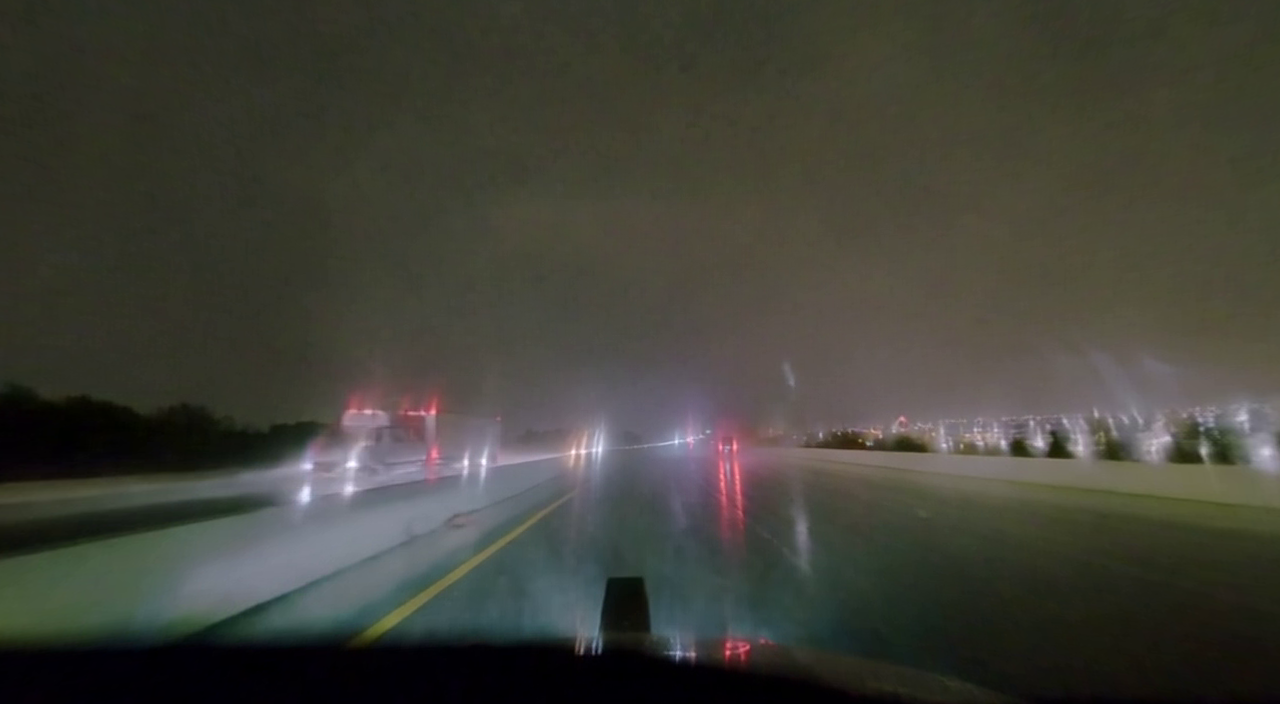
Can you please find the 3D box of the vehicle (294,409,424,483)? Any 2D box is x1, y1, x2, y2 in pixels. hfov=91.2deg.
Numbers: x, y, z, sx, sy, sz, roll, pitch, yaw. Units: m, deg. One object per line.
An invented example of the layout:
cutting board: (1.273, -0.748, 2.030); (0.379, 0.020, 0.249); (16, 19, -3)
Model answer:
vehicle: (-16.856, 5.836, 38.887); (2.968, 3.924, 10.428); (0, -9, 2)

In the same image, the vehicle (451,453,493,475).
vehicle: (-12.217, 8.152, 45.900); (1.834, 1.504, 3.952); (0, -9, 2)
